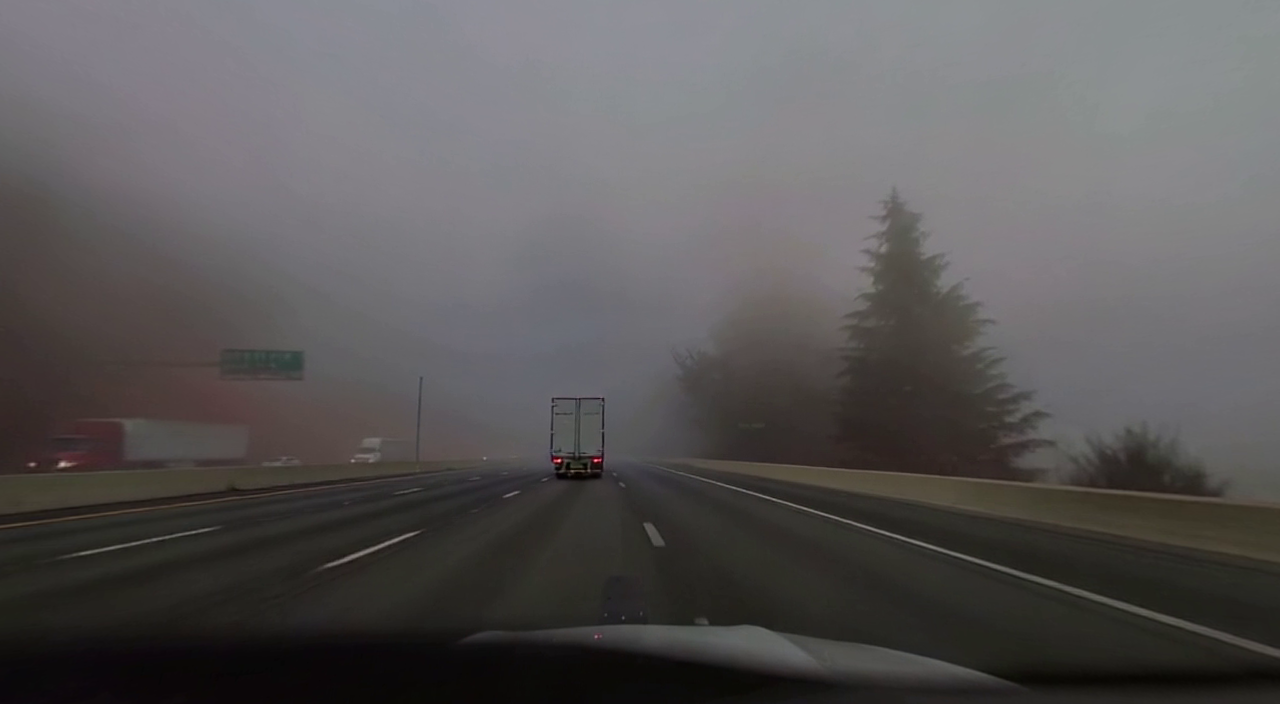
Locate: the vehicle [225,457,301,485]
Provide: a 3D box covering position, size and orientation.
[{"bbox_3d":[-21.571,6.809,36.250,1.742,1.441,4.375,0,-9,-2],"label":"vehicle"}]

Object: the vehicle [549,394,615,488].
[{"bbox_3d":[-2.908,4.860,33.842,2.875,4.056,12.312,0,-9,-3],"label":"vehicle"}]

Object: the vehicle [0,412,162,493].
[{"bbox_3d":[-28.937,5.236,32.962,2.974,3.835,6.127,0,-9,-2],"label":"vehicle"}]
